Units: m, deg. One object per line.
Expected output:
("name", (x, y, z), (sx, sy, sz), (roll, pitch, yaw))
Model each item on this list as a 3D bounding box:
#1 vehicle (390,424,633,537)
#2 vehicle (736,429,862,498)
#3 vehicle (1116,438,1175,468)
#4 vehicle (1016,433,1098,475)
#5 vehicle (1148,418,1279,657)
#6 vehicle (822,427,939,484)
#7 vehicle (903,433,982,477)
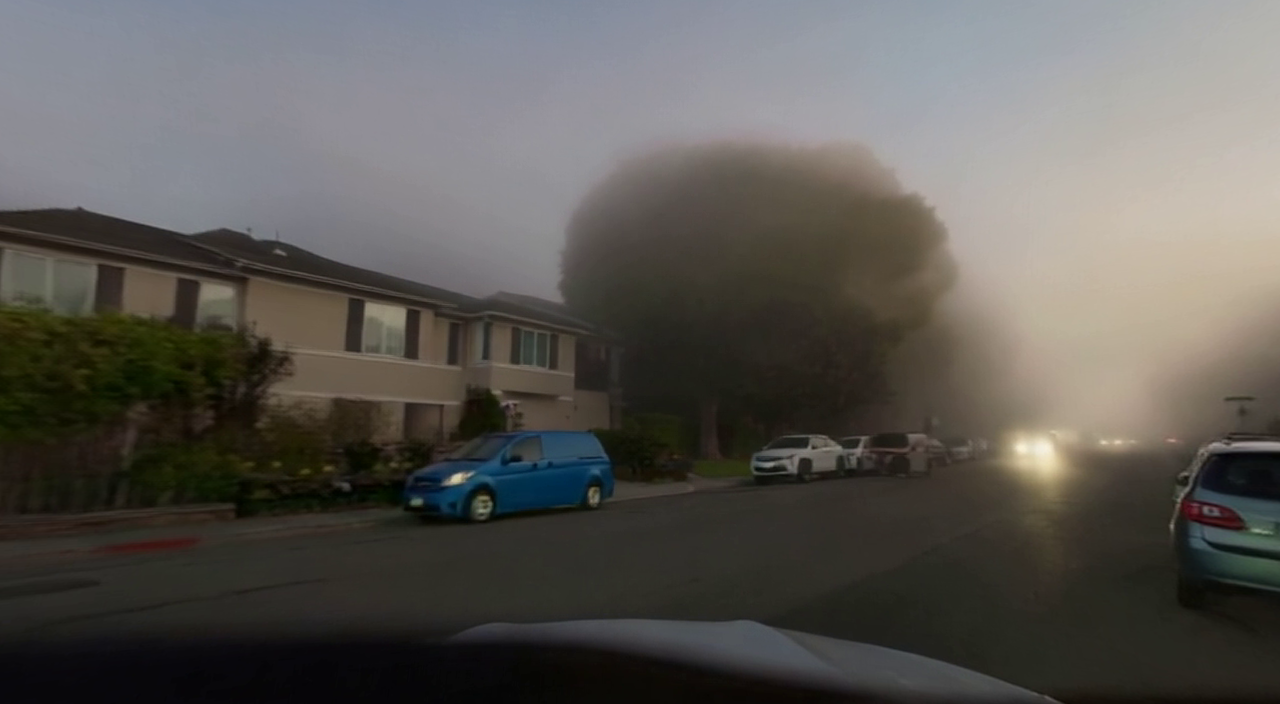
("vehicle", (-1.966, 1.957, 10.375), (1.798, 1.507, 3.513), (-6, -9, 41))
("vehicle", (4.435, 2.948, 17.256), (1.828, 1.488, 3.785), (-4, -6, 40))
("vehicle", (27.587, 5.478, 34.335), (3.849, 1.505, 1.889), (7, -11, -43))
("vehicle", (18.190, 4.382, 27.398), (4.255, 1.670, 1.959), (7, -11, -43))
("vehicle", (5.764, 1.370, 5.406), (2.008, 1.507, 4.226), (-6, -10, 39))
("vehicle", (8.211, 3.466, 21.325), (4.428, 1.670, 1.872), (6, -13, -45))
("vehicle", (12.207, 4.098, 25.315), (1.734, 1.549, 3.465), (-12, -13, 41))
